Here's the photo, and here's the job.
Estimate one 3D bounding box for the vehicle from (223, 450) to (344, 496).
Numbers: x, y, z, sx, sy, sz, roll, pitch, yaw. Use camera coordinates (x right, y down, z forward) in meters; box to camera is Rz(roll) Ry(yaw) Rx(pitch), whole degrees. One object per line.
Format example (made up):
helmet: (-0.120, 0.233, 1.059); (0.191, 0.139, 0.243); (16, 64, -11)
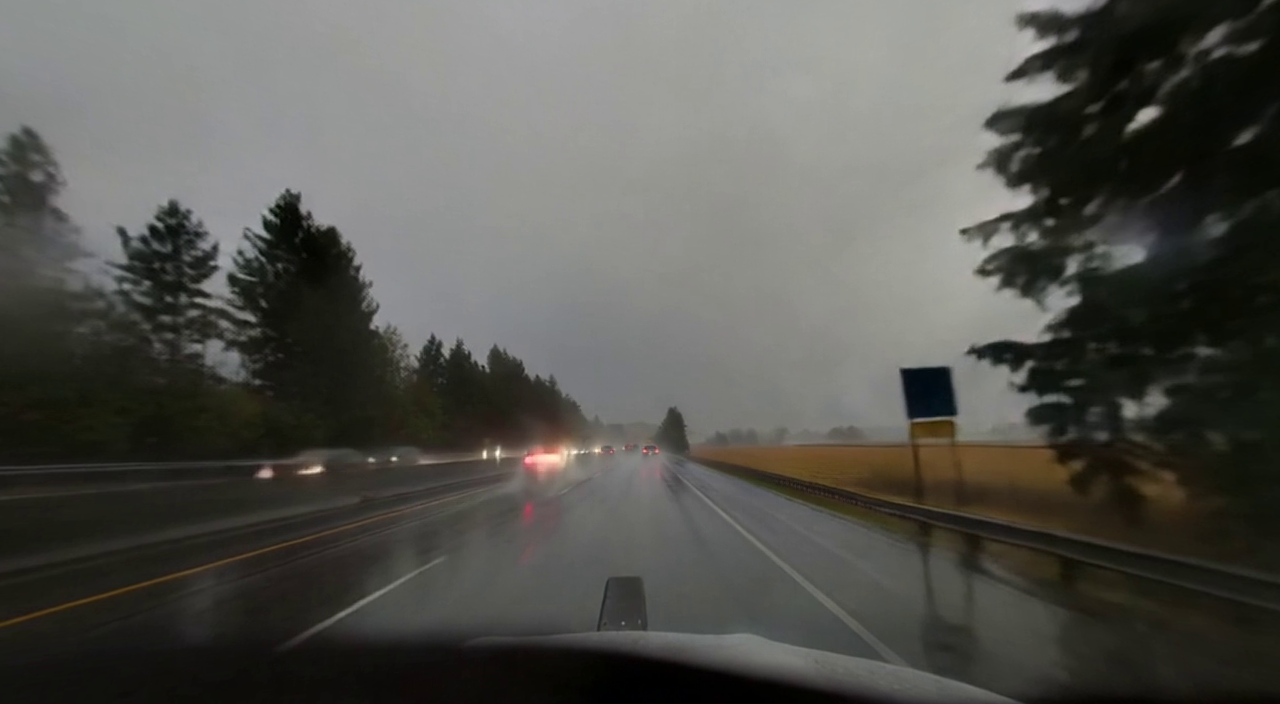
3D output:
vehicle: (-12.632, 4.291, 22.717); (1.782, 1.458, 4.412); (0, -9, 0)

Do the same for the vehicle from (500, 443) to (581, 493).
vehicle: (-3.229, 3.877, 21.338); (1.970, 1.483, 4.097); (-1, -9, 1)

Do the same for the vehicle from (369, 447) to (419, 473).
vehicle: (-16.812, 7.398, 43.217); (1.747, 1.664, 3.882); (-1, -9, 1)
